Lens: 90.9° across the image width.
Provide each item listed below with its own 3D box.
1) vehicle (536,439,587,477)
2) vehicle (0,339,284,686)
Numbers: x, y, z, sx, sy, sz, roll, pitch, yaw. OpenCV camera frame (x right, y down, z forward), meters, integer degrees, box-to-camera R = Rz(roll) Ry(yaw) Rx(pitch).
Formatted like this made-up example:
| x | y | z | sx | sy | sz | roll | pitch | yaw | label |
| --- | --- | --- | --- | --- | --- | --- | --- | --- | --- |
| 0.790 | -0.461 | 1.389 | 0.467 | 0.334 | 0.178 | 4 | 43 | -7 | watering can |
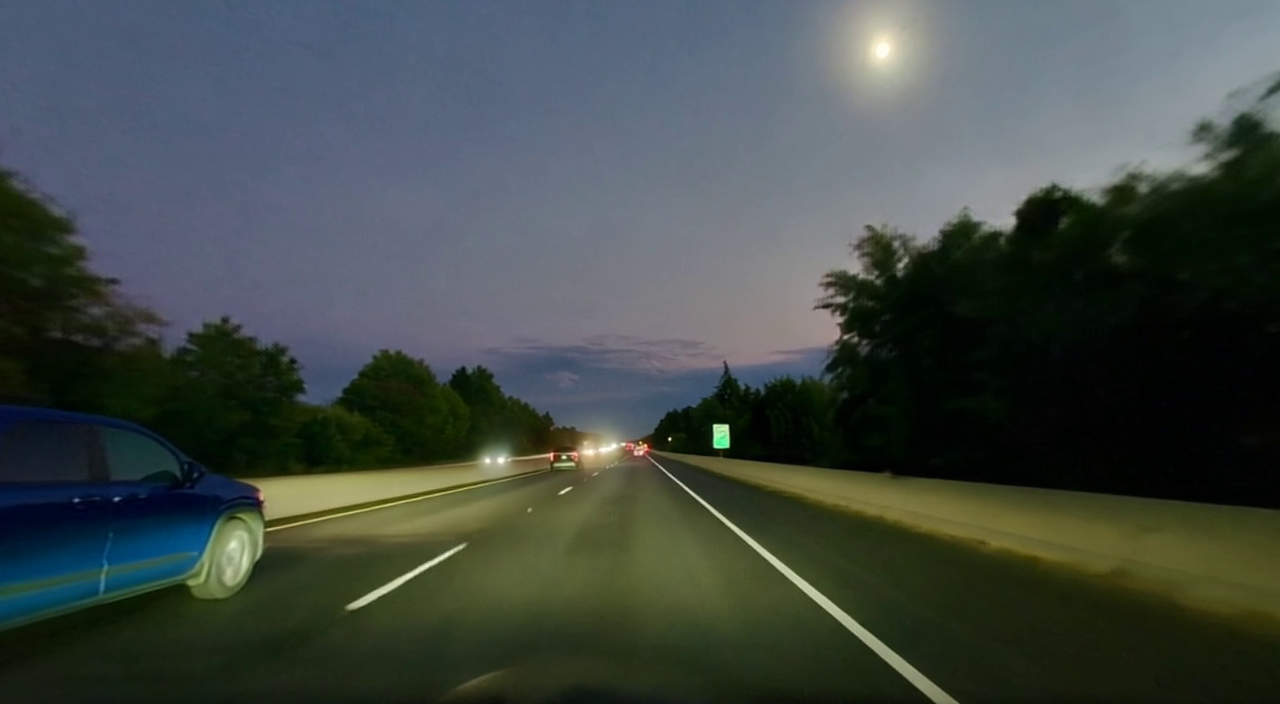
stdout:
| x | y | z | sx | sy | sz | roll | pitch | yaw | label |
| --- | --- | --- | --- | --- | --- | --- | --- | --- | --- |
| -4.000 | 5.522 | 32.915 | 2.056 | 1.811 | 4.202 | 0 | -9 | 1 | vehicle |
| -4.670 | 0.967 | 3.922 | 2.102 | 1.941 | 4.703 | 0 | -9 | 0 | vehicle |
